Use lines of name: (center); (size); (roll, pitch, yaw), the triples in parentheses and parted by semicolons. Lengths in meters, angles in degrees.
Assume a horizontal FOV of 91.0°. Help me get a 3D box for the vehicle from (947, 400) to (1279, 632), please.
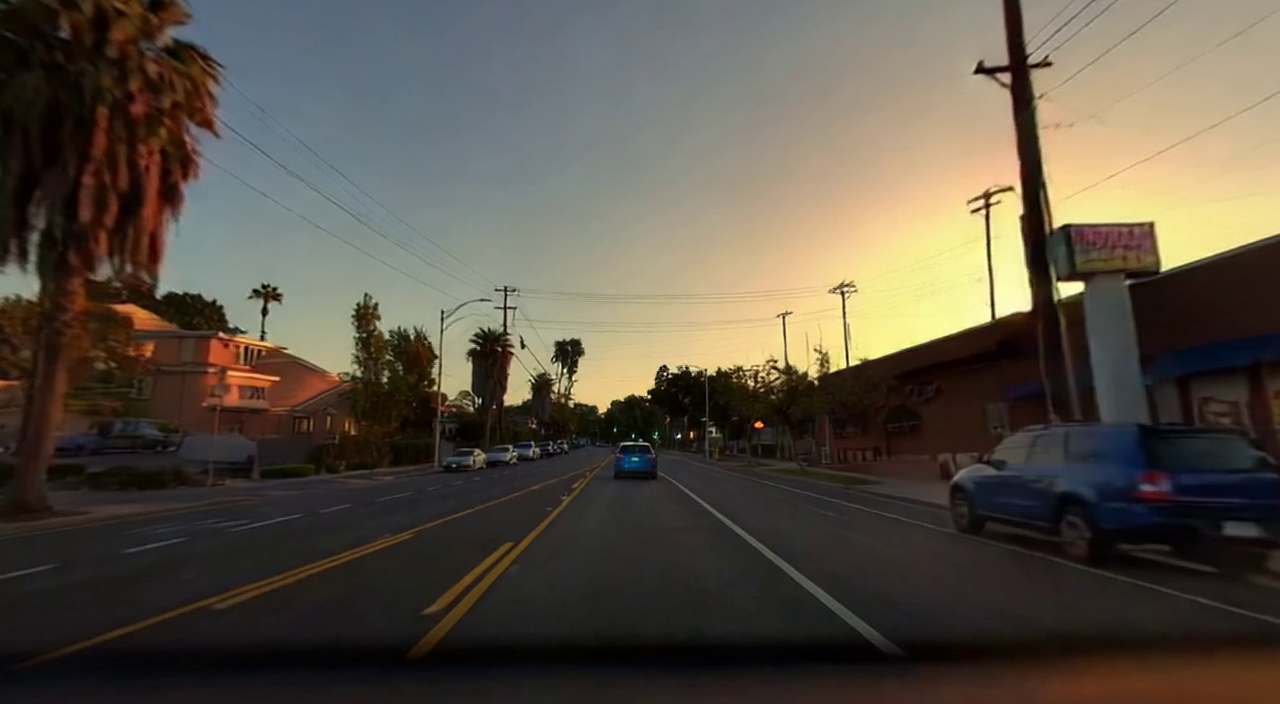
vehicle: (6.044, 1.653, 7.399); (2.153, 1.801, 5.163); (0, -9, -1)

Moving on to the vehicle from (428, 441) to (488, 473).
vehicle: (-10.339, 6.008, 36.201); (2.075, 1.693, 4.696); (0, -9, -1)

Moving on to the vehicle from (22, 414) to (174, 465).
vehicle: (-20.701, 3.377, 24.162); (1.911, 1.762, 4.127); (-8, -12, 43)

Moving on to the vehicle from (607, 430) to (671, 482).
vehicle: (-0.084, 3.999, 24.489); (2.264, 1.798, 4.563); (0, -9, -1)
